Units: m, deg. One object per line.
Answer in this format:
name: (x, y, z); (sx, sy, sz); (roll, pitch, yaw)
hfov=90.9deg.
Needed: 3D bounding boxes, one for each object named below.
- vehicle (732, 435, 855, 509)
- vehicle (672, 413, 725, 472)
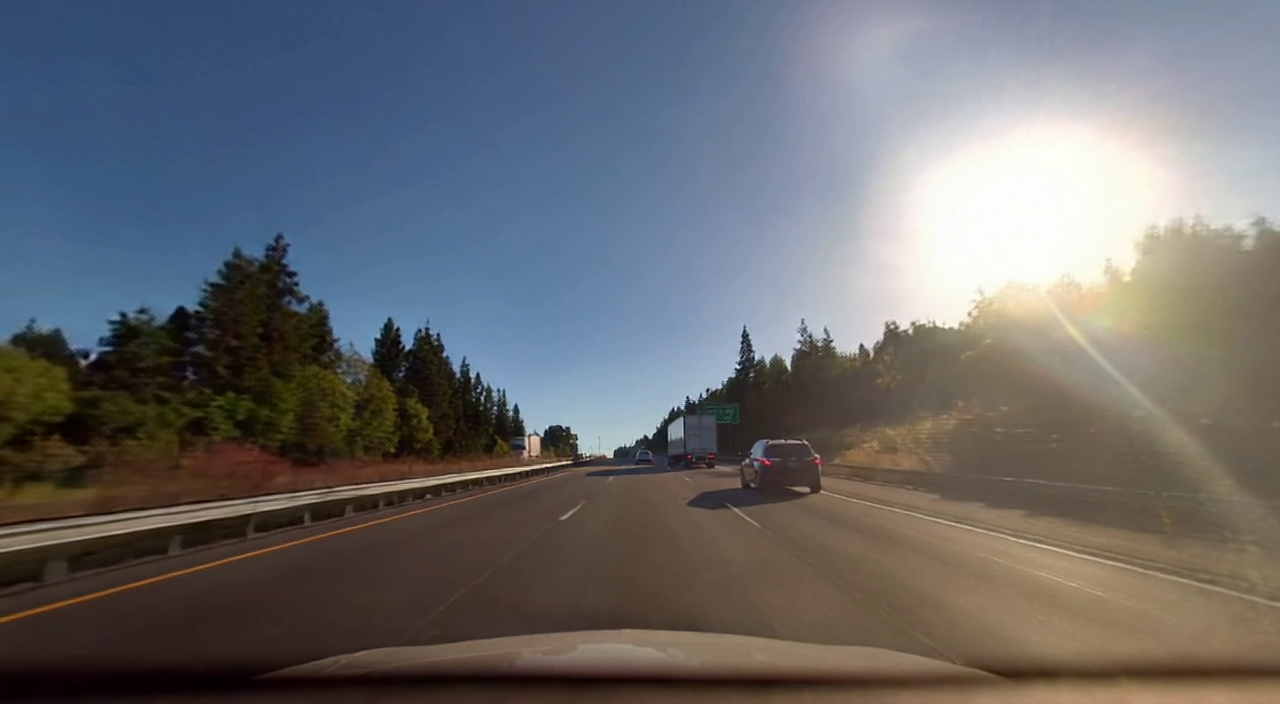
vehicle: (3.791, 3.038, 16.393); (2.096, 1.653, 4.185); (0, -9, 0)
vehicle: (4.318, 7.045, 48.608); (3.117, 3.971, 10.593); (0, -9, 0)
